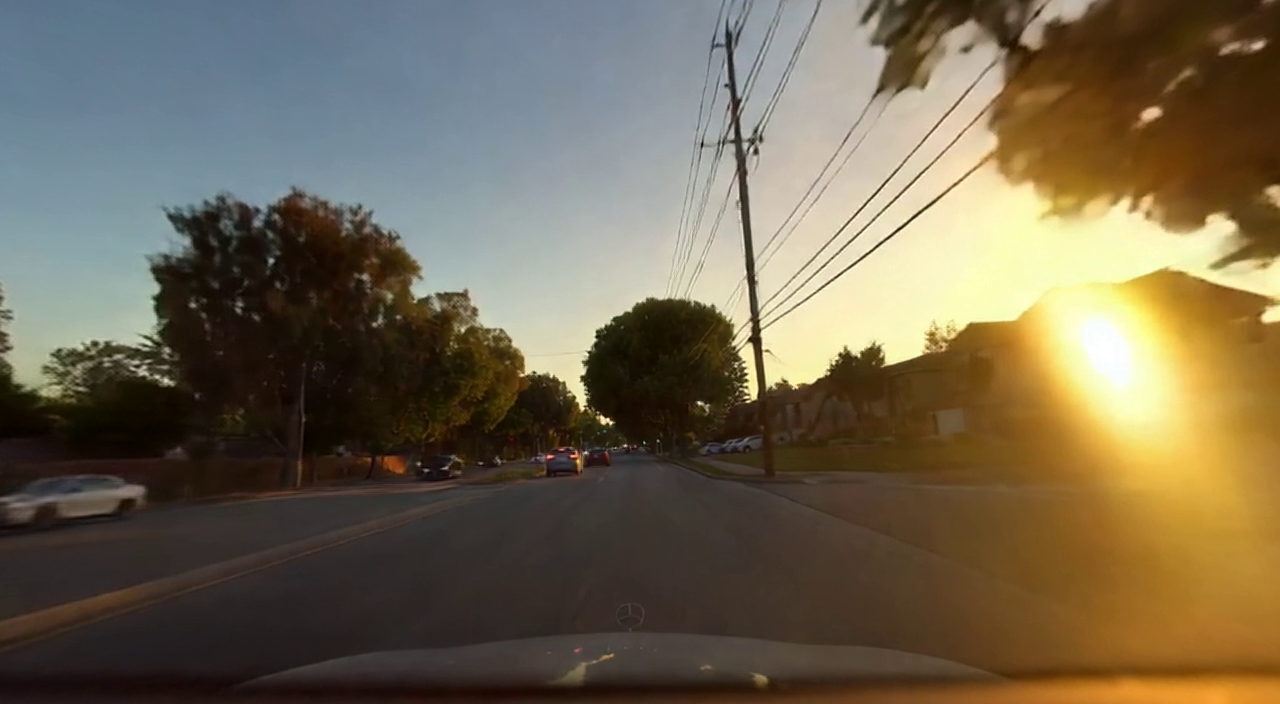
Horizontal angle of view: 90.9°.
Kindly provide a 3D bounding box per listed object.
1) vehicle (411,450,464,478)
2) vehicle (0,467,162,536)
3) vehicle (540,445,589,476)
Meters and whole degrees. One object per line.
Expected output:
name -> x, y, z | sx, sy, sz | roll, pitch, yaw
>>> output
vehicle -> -12.616, 6.979, 39.559 | 1.954, 1.648, 4.287 | -1, -9, -1
vehicle -> -15.990, 4.007, 17.415 | 1.937, 1.480, 4.755 | 0, -9, -1
vehicle -> -3.839, 5.577, 32.702 | 2.084, 1.466, 4.522 | 0, -9, -1
